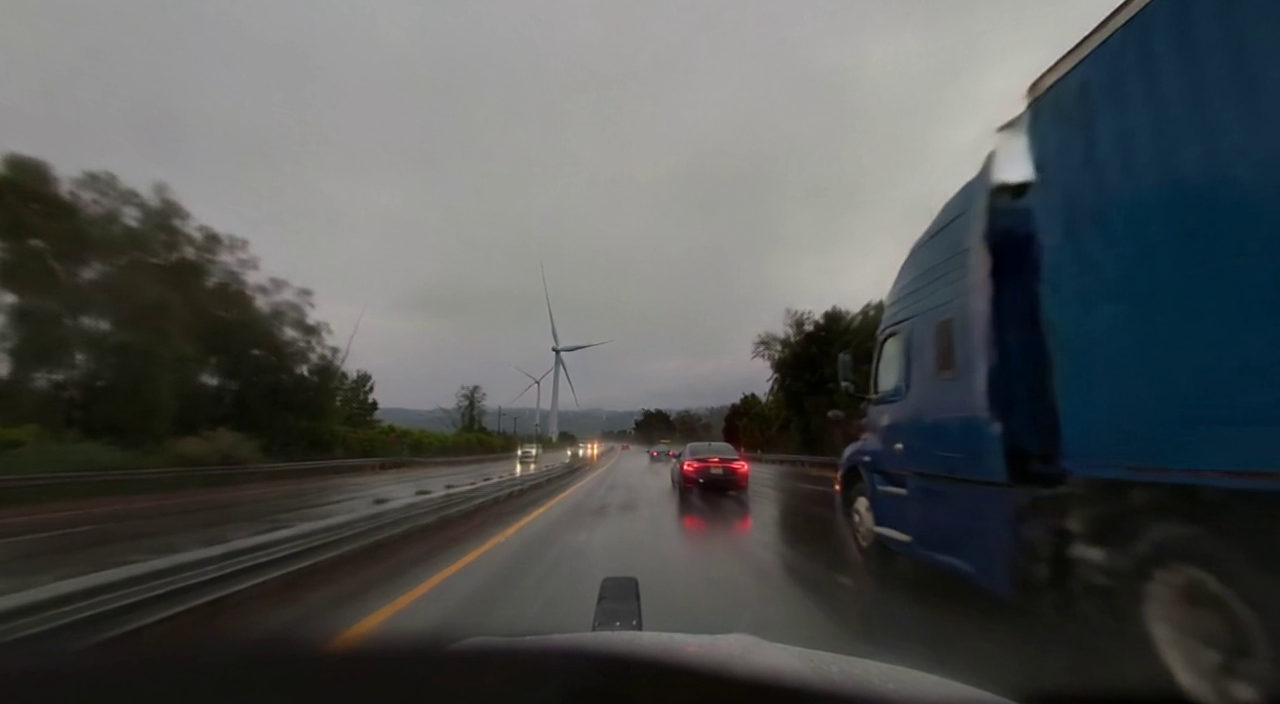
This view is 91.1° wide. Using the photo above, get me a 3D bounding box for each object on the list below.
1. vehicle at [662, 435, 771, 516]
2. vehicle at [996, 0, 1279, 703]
[{"bbox_3d":[1.633,2.828,15.017,2.038,1.624,4.312,0,-8,0],"label":"vehicle"},{"bbox_3d":[4.690,-0.325,2.407,3.157,3.956,5.545,0,-8,-1],"label":"vehicle"}]
